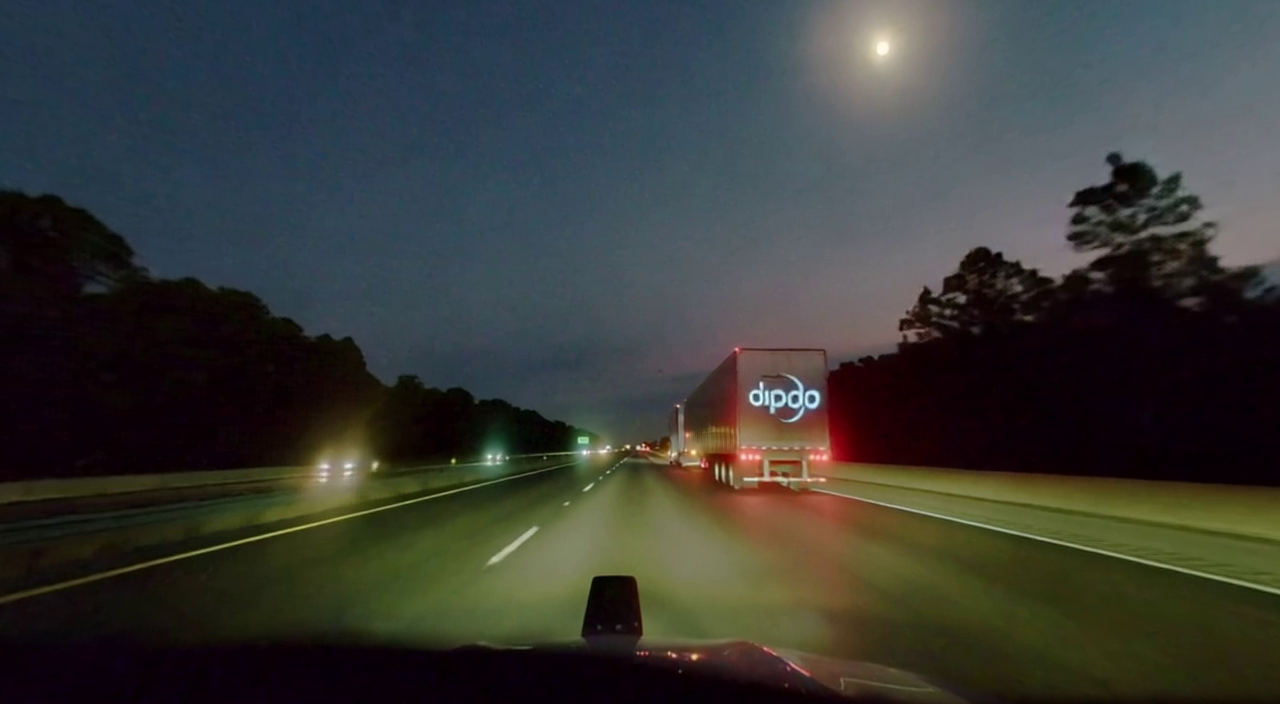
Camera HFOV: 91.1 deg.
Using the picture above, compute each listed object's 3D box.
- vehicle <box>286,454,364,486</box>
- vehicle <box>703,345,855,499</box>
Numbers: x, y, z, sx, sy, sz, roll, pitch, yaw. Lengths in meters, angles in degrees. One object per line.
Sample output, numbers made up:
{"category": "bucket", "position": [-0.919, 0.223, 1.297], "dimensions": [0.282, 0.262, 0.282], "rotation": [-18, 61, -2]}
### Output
{"category": "vehicle", "position": [-17.326, 6.472, 34.830], "dimensions": [1.884, 1.617, 4.603], "rotation": [0, -9, 0]}
{"category": "vehicle", "position": [3.946, 2.397, 20.292], "dimensions": [2.856, 3.933, 8.334], "rotation": [0, -9, -1]}
